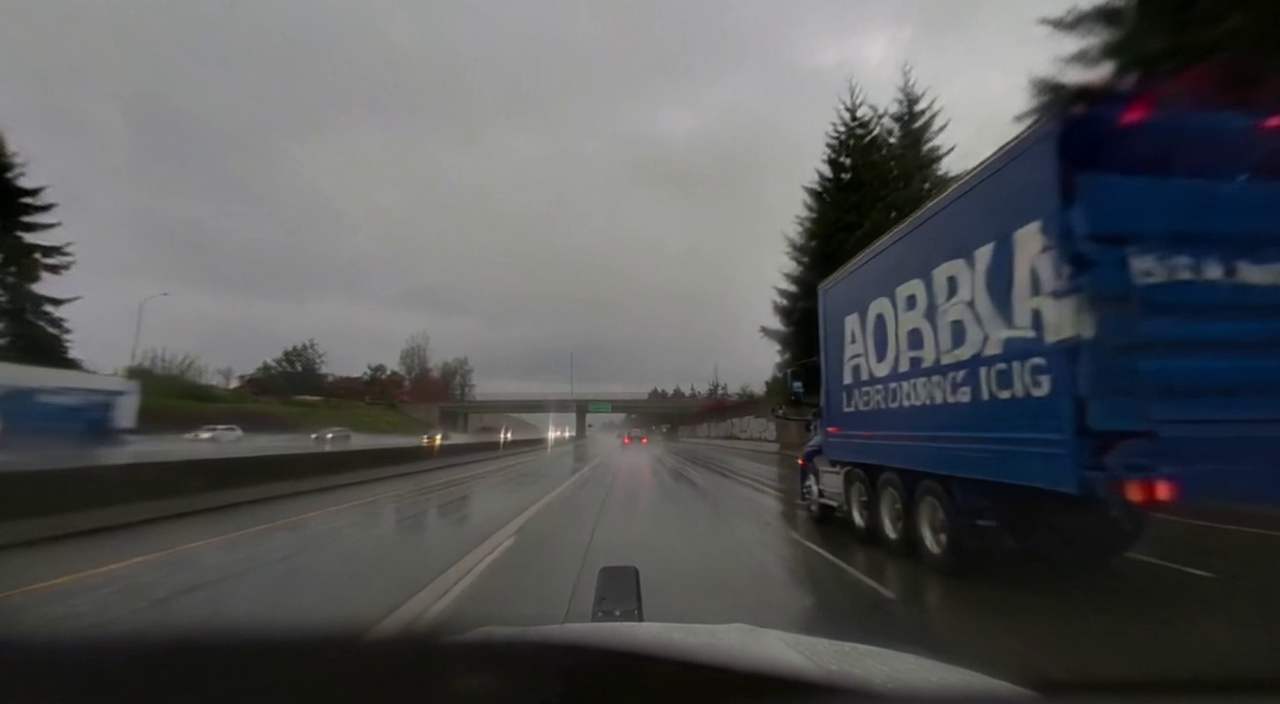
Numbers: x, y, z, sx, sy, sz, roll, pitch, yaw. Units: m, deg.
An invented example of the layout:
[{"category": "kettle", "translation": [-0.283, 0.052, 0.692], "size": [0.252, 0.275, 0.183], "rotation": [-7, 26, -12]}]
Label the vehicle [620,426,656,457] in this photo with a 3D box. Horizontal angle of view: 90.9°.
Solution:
[{"category": "vehicle", "translation": [-0.182, 5.867, 41.580], "size": [2.277, 1.913, 4.510], "rotation": [0, -8, -1]}]
